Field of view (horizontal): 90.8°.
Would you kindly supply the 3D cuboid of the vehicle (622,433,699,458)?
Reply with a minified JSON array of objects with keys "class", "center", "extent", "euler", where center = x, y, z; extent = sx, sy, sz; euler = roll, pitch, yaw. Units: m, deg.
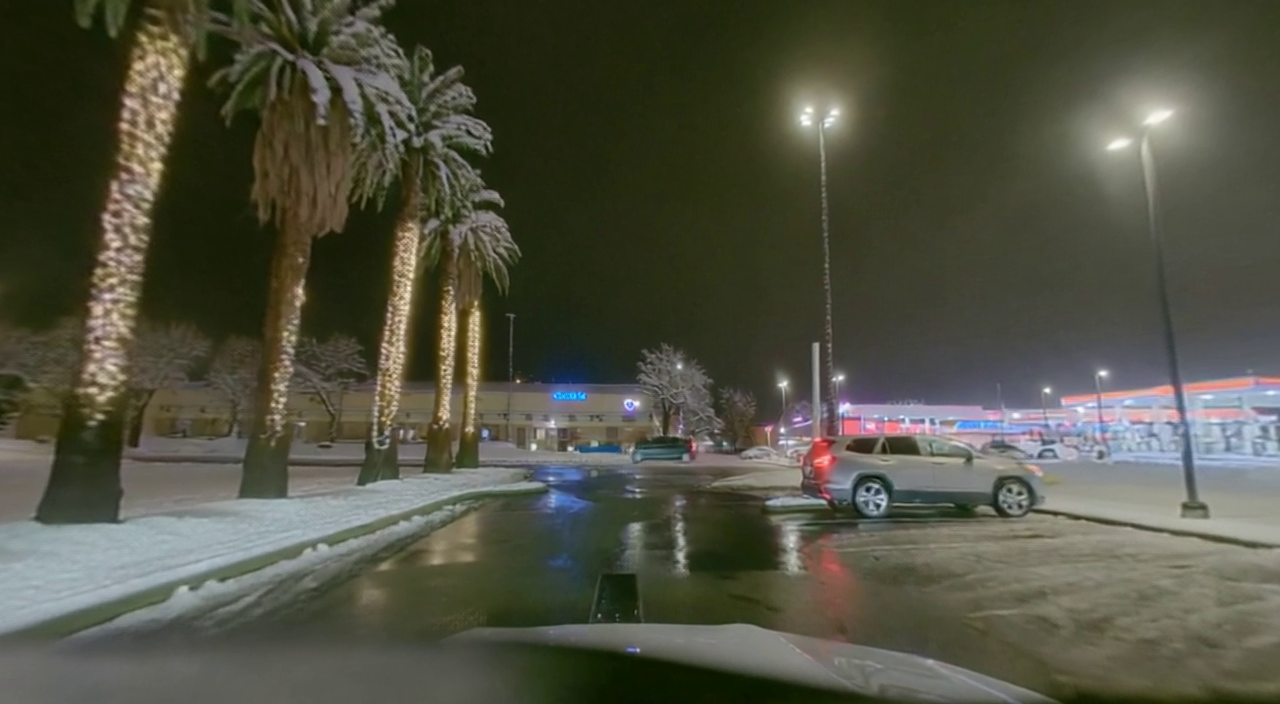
[{"class":"vehicle","center":[1.535,7.271,49.007],"extent":[5.763,1.840,2.077],"euler":[1,-9,-2]}]

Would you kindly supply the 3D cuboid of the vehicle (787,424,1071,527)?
[{"class":"vehicle","center":[5.507,2.400,12.544],"extent":[4.560,1.818,2.148],"euler":[1,-9,-3]}]
